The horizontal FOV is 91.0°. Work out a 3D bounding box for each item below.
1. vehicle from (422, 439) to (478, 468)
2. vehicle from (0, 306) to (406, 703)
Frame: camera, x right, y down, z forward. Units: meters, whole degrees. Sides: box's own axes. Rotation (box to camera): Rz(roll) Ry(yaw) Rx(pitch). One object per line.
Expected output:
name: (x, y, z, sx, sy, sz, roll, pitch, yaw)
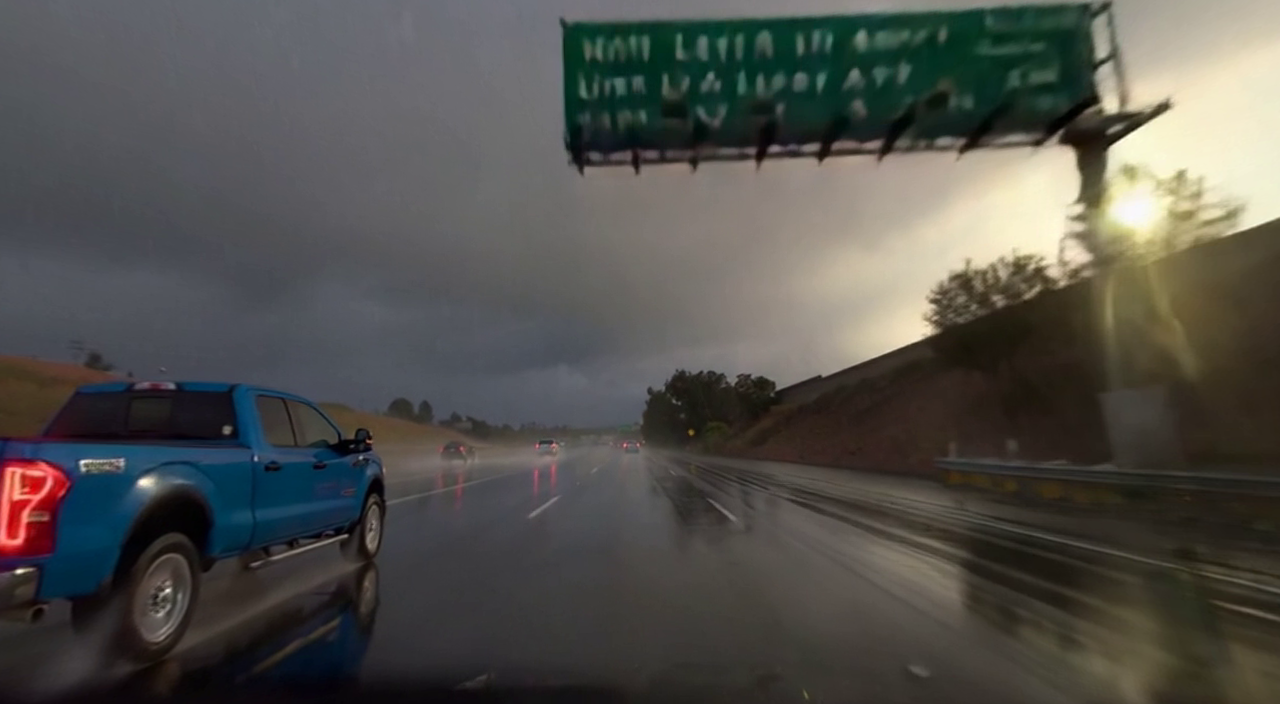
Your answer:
vehicle: (-11.729, 6.294, 39.169, 2.106, 1.692, 4.458, 0, -8, -1)
vehicle: (-4.359, 1.118, 5.372, 2.339, 2.004, 6.171, 0, -8, 0)
